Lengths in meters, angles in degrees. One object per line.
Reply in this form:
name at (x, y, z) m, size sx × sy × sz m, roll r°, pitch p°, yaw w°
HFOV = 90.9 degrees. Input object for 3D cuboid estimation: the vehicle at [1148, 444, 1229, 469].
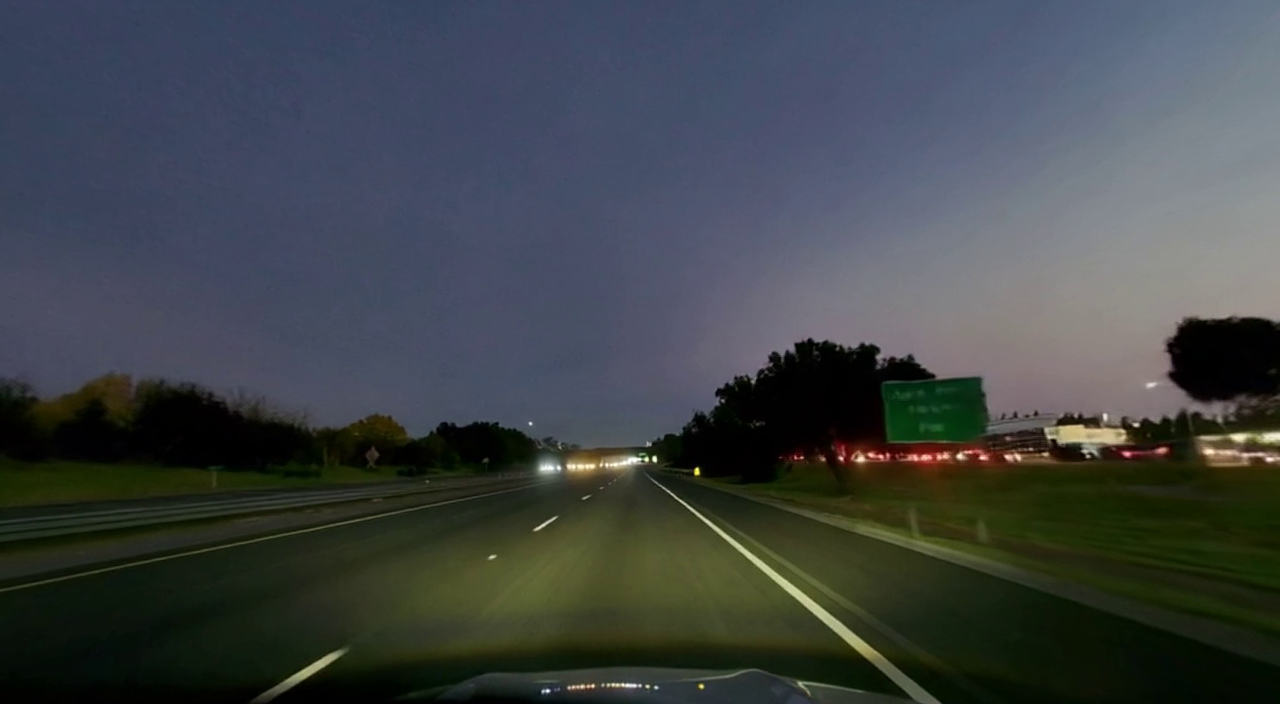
vehicle at (34.420, 6.576, 39.548) m, size 3.754 × 1.470 × 1.803 m, roll 3°, pitch -11°, yaw -12°

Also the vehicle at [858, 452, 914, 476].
vehicle at (16.823, 7.731, 43.363) m, size 1.973 × 1.540 × 3.978 m, roll 2°, pitch -11°, yaw -5°
